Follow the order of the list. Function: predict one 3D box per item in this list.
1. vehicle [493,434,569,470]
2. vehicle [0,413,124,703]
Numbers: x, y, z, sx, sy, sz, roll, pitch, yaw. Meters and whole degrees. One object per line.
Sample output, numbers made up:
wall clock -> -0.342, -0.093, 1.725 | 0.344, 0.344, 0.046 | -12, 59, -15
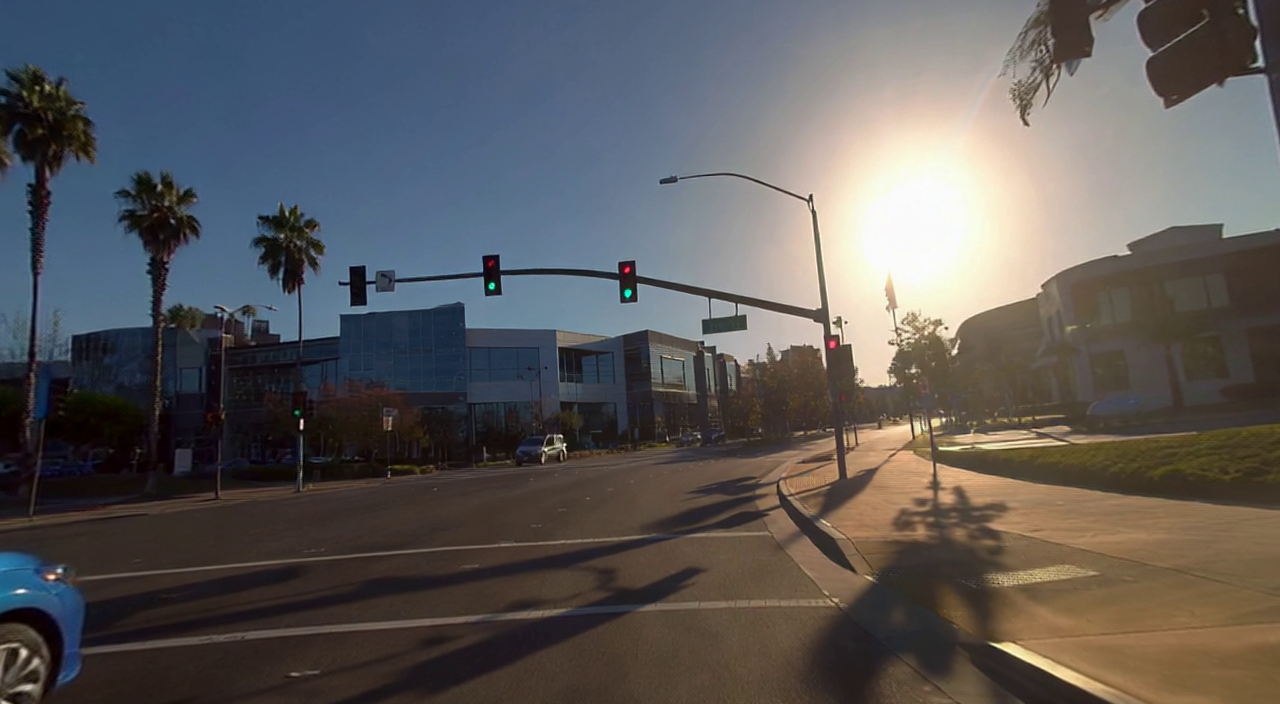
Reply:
vehicle -> -5.682, 5.301, 33.636 | 2.181, 1.792, 4.648 | -3, -9, 16
vehicle -> -3.334, 0.709, 0.506 | 2.071, 1.482, 4.446 | 0, -9, 0
